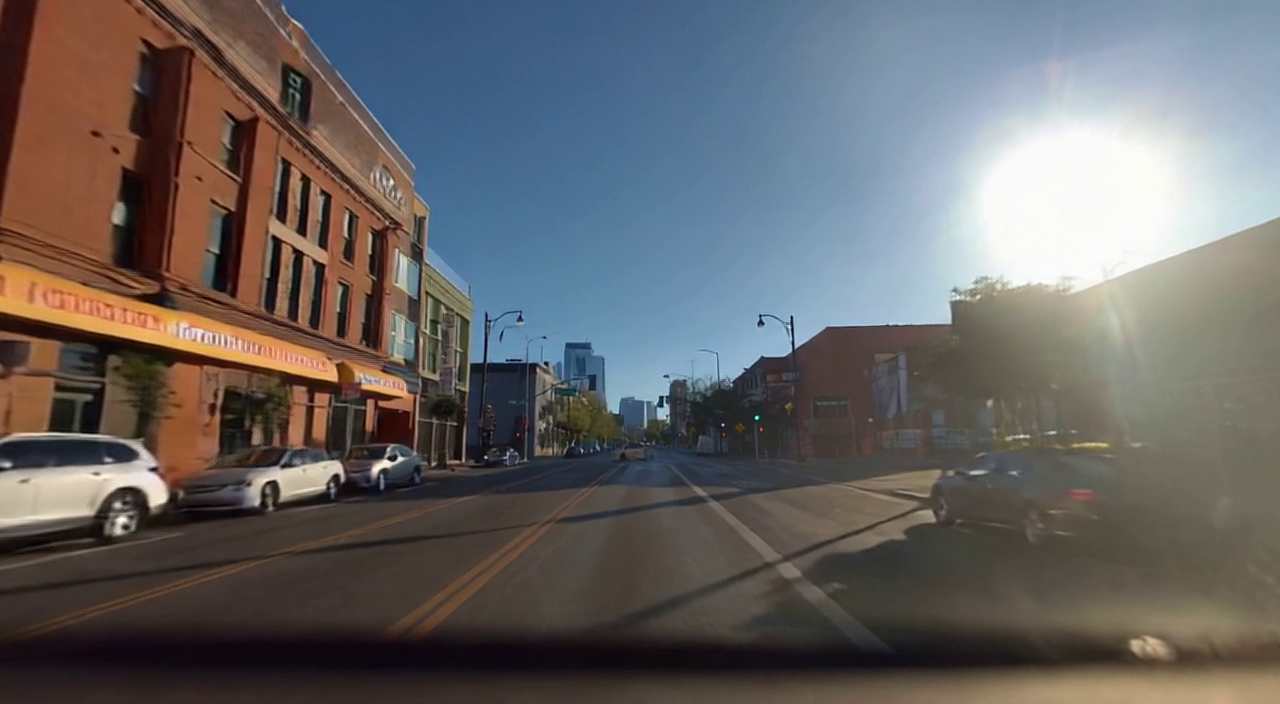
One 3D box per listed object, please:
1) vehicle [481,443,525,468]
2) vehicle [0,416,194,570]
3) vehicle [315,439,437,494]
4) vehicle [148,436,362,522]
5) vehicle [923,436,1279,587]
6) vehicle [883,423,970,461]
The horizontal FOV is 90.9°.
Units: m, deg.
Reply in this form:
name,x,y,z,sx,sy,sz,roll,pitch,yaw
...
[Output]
name,x,y,z,sx,sy,sz,roll,pitch,yaw
vehicle,-8.902,6.773,41.382,1.908,1.529,4.522,0,-8,-1
vehicle,-8.871,1.848,8.487,2.140,1.861,4.801,-1,-9,1
vehicle,-8.695,3.784,21.268,1.961,1.627,4.634,0,-8,2
vehicle,-8.940,2.946,15.332,2.004,1.709,4.941,0,-8,1
vehicle,6.090,2.039,9.074,1.989,1.571,4.607,0,-8,2
vehicle,15.362,4.886,34.208,2.180,1.848,5.417,0,-8,1
